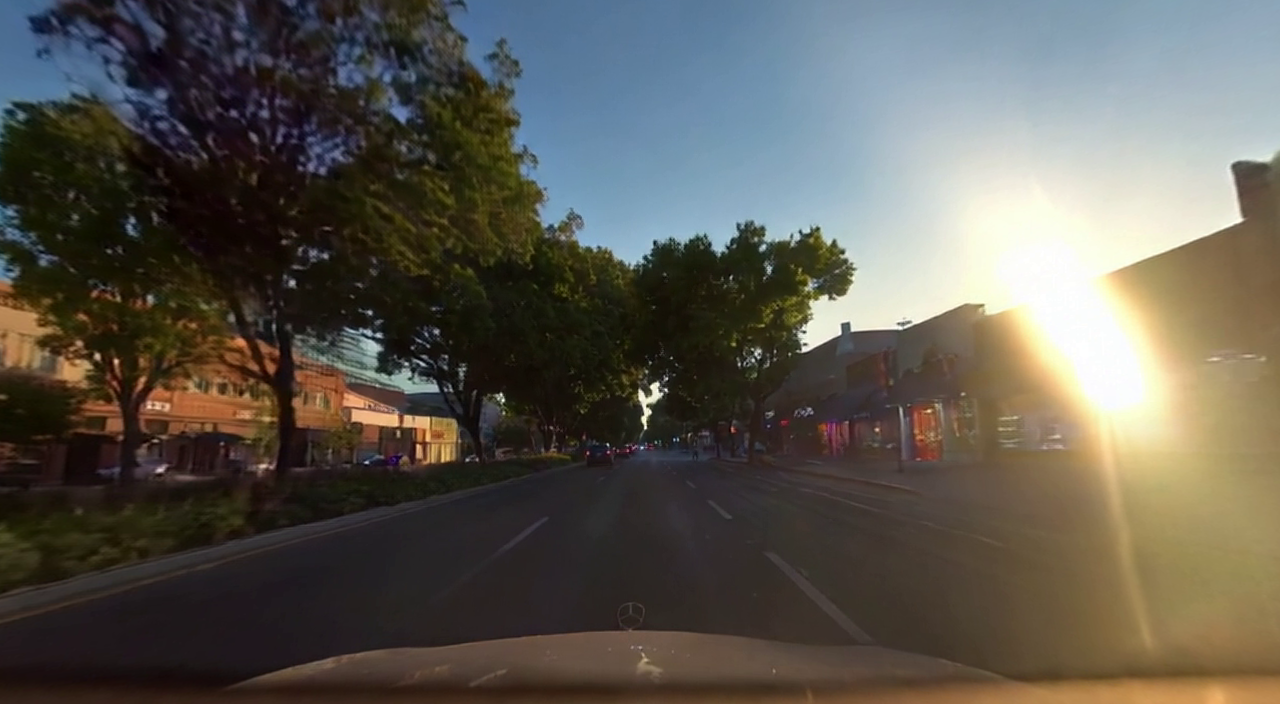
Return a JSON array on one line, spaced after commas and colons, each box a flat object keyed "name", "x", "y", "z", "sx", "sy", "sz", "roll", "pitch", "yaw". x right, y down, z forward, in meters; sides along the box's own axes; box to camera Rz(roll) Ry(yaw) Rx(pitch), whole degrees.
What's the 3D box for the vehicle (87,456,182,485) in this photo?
[{"name": "vehicle", "x": -35.167, "y": 8.223, "z": 43.922, "sx": 4.912, "sy": 1.775, "sz": 1.996, "roll": 7, "pitch": -12, "yaw": -42}]
